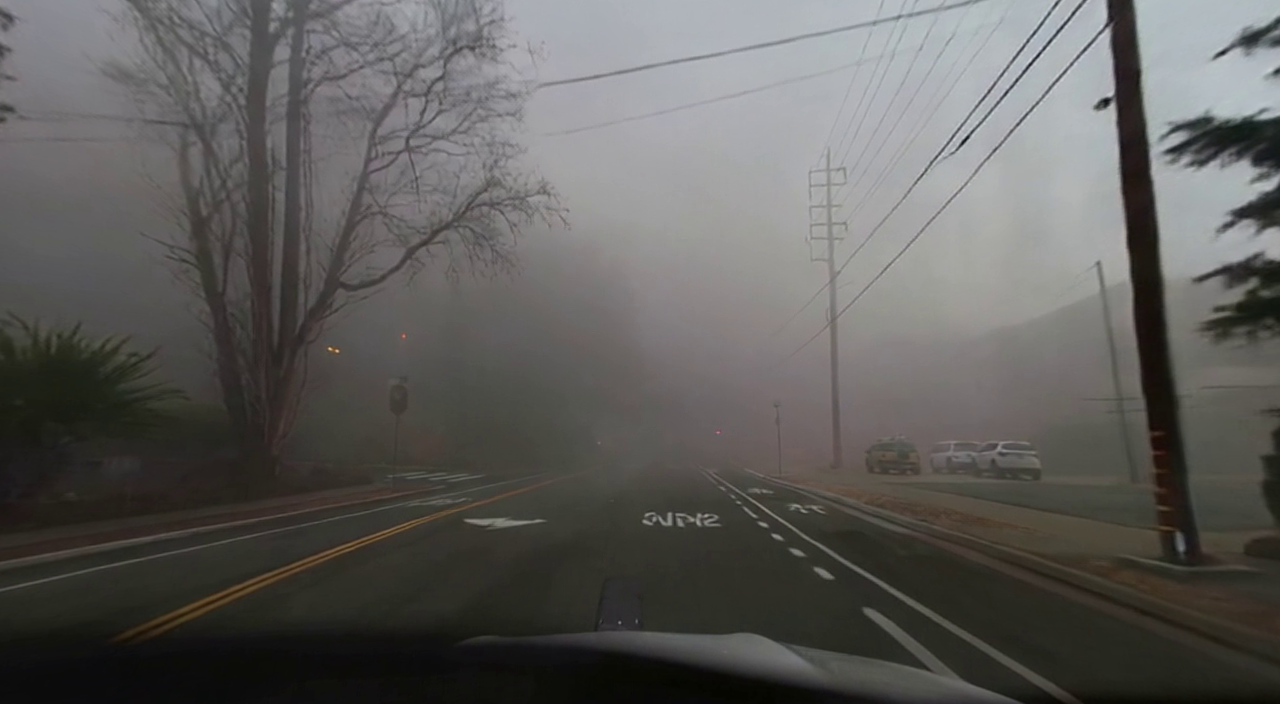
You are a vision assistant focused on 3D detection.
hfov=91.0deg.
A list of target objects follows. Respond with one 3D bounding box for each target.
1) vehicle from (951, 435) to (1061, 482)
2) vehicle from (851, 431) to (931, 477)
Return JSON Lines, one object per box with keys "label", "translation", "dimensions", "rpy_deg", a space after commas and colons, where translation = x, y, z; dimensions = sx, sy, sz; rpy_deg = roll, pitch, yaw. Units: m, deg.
{"label": "vehicle", "translation": [14.677, 4.280, 25.573], "dimensions": [1.935, 1.683, 4.669], "rpy_deg": [0, -9, 4]}
{"label": "vehicle", "translation": [11.529, 4.712, 29.280], "dimensions": [1.912, 1.953, 4.651], "rpy_deg": [0, -9, 2]}
